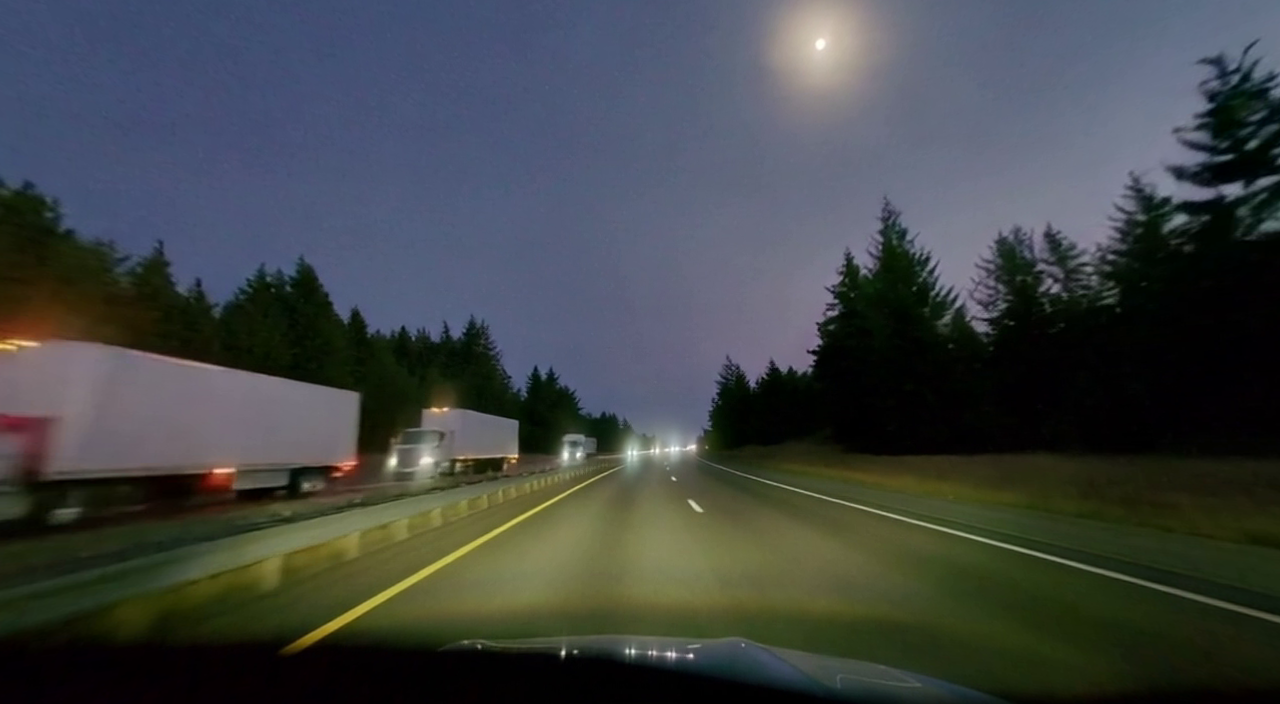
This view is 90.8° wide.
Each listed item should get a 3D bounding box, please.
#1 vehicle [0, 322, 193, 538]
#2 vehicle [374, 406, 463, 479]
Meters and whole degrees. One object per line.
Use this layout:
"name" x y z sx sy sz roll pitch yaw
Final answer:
"vehicle" -13.073 1.687 13.187 3.000 3.861 5.713 0 -9 0
"vehicle" -12.990 5.429 37.666 2.905 3.962 5.781 -1 -9 2
